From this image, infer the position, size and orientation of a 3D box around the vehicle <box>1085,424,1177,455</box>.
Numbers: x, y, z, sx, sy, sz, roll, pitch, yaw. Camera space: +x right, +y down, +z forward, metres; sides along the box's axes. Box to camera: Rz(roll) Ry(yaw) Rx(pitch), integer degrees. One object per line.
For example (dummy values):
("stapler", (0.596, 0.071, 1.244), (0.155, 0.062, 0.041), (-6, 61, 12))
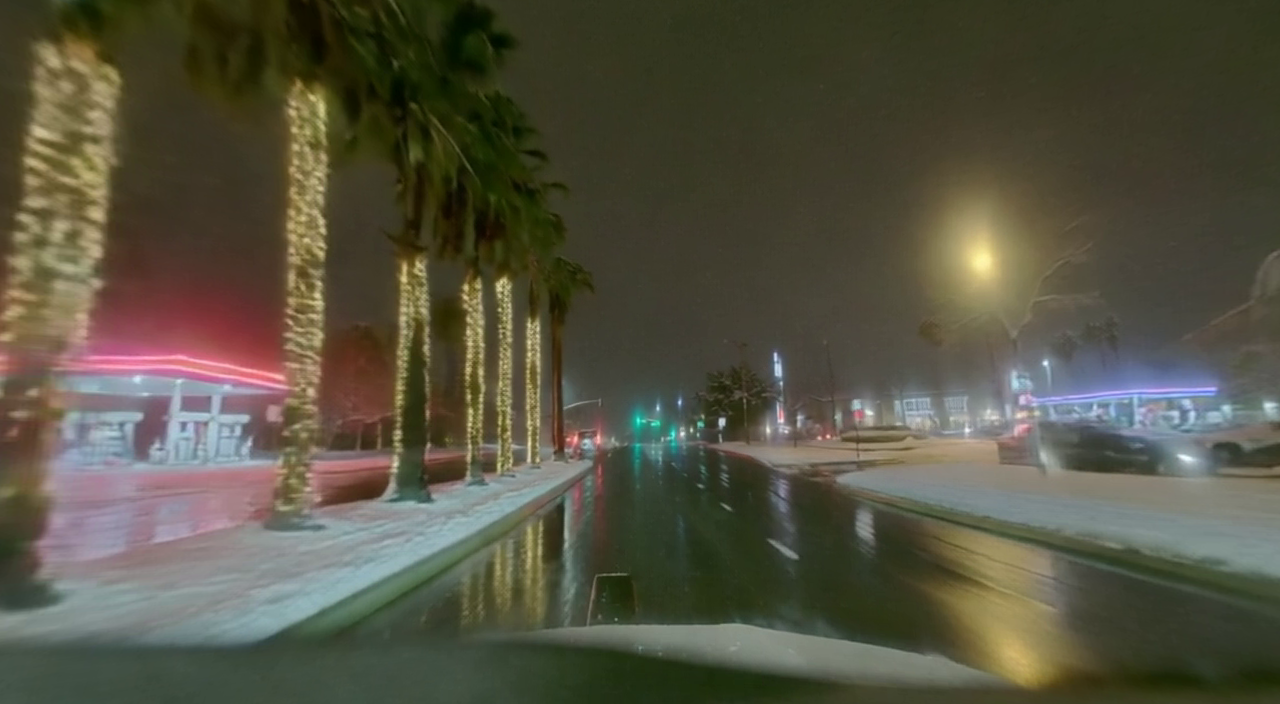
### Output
("vehicle", (27.478, 4.932, 35.424), (3.685, 1.459, 1.685), (3, -12, 1))

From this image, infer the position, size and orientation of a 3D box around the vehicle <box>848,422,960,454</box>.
("vehicle", (14.615, 4.812, 35.150), (5.317, 1.700, 1.901), (0, -8, 0))

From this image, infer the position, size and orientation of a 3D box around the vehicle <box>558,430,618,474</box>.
("vehicle", (-2.132, 3.884, 24.788), (2.073, 1.525, 4.809), (1, -8, -8))

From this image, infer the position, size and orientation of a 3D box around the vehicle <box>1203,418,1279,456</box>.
("vehicle", (28.644, 3.859, 28.609), (4.377, 1.633, 1.834), (0, -8, 1))

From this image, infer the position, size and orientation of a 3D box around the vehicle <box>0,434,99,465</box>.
("vehicle", (-42.724, 6.970, 45.332), (5.483, 2.119, 2.194), (1, -9, -6))

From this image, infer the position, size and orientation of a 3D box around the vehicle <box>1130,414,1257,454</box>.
("vehicle", (27.091, 4.037, 31.024), (4.381, 1.892, 1.942), (0, -8, -2))
